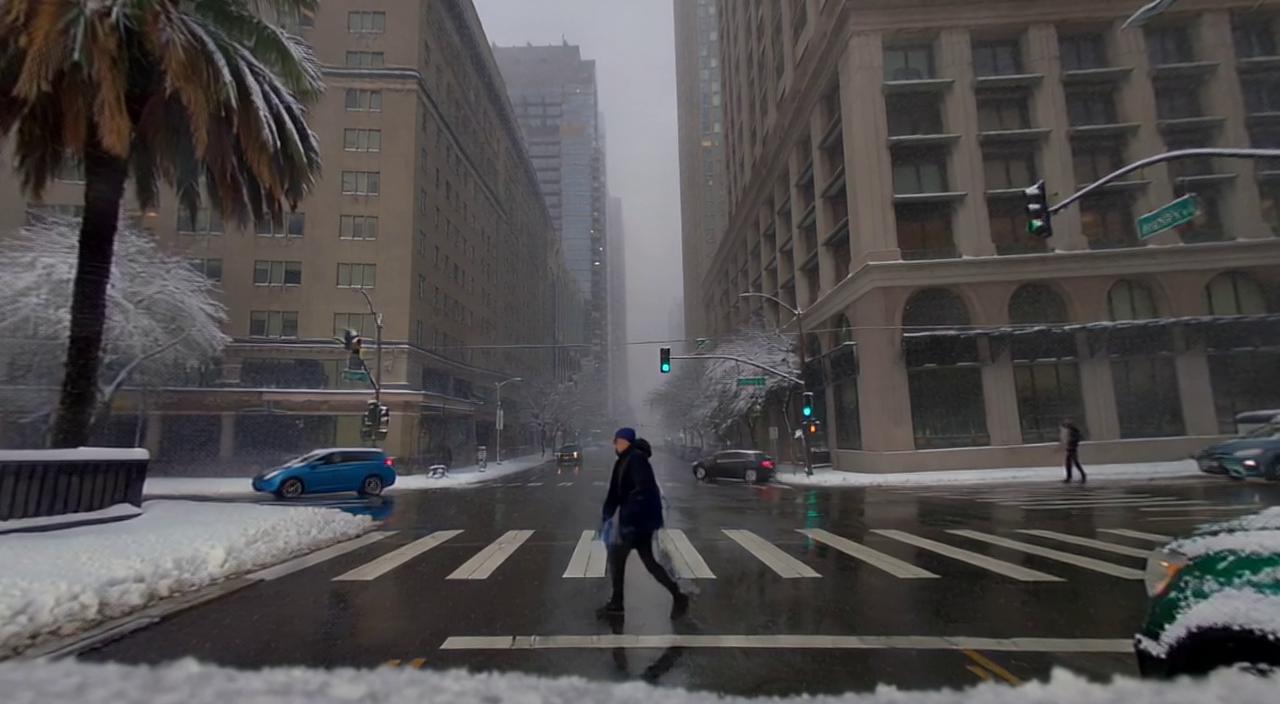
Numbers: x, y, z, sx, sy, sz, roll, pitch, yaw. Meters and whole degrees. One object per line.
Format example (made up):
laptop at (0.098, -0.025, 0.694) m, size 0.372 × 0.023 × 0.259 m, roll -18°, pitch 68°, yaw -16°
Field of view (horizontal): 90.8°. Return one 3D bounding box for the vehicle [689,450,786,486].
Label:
vehicle at (4.468, 5.364, 29.539) m, size 2.000 × 1.525 × 4.273 m, roll 6°, pitch -10°, yaw -36°

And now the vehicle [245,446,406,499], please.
vehicle at (-10.319, 3.959, 21.146) m, size 4.499 × 1.594 × 1.898 m, roll 3°, pitch -9°, yaw -18°

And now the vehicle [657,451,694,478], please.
vehicle at (2.572, 8.290, 46.891) m, size 2.325 × 1.810 × 4.827 m, roll 0°, pitch -8°, yaw -1°
